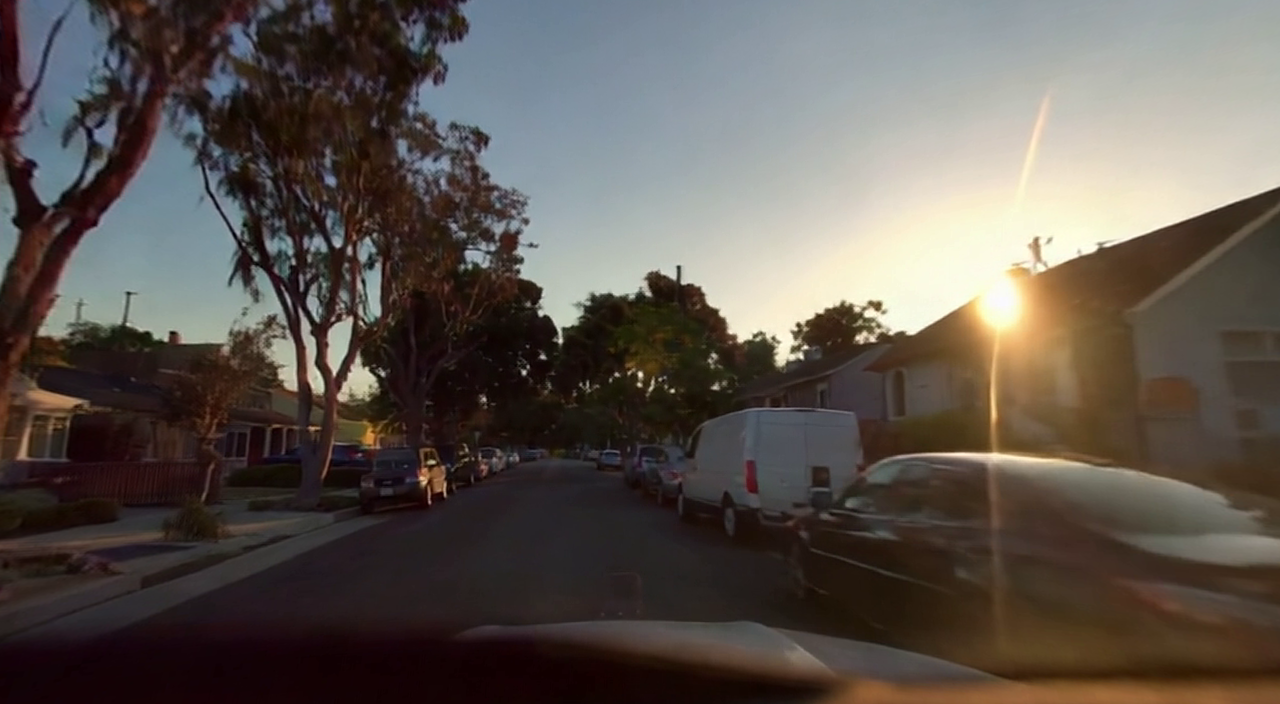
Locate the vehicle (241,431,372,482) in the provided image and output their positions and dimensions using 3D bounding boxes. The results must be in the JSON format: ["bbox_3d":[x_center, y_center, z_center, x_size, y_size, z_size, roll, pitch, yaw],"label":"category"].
[{"bbox_3d":[-13.202,4.122,25.165,4.153,1.550,2.029,-1,-2,-8],"label":"vehicle"}]

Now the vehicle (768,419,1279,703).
[{"bbox_3d":[2.440,1.161,3.825,1.828,1.442,4.476,-1,-7,-8],"label":"vehicle"}]

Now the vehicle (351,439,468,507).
[{"bbox_3d":[-6.109,3.204,17.318,1.908,1.493,4.806,3,-8,-7],"label":"vehicle"}]

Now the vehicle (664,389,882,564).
[{"bbox_3d":[1.790,1.838,10.438,1.993,2.129,4.893,-1,-7,-7],"label":"vehicle"}]
